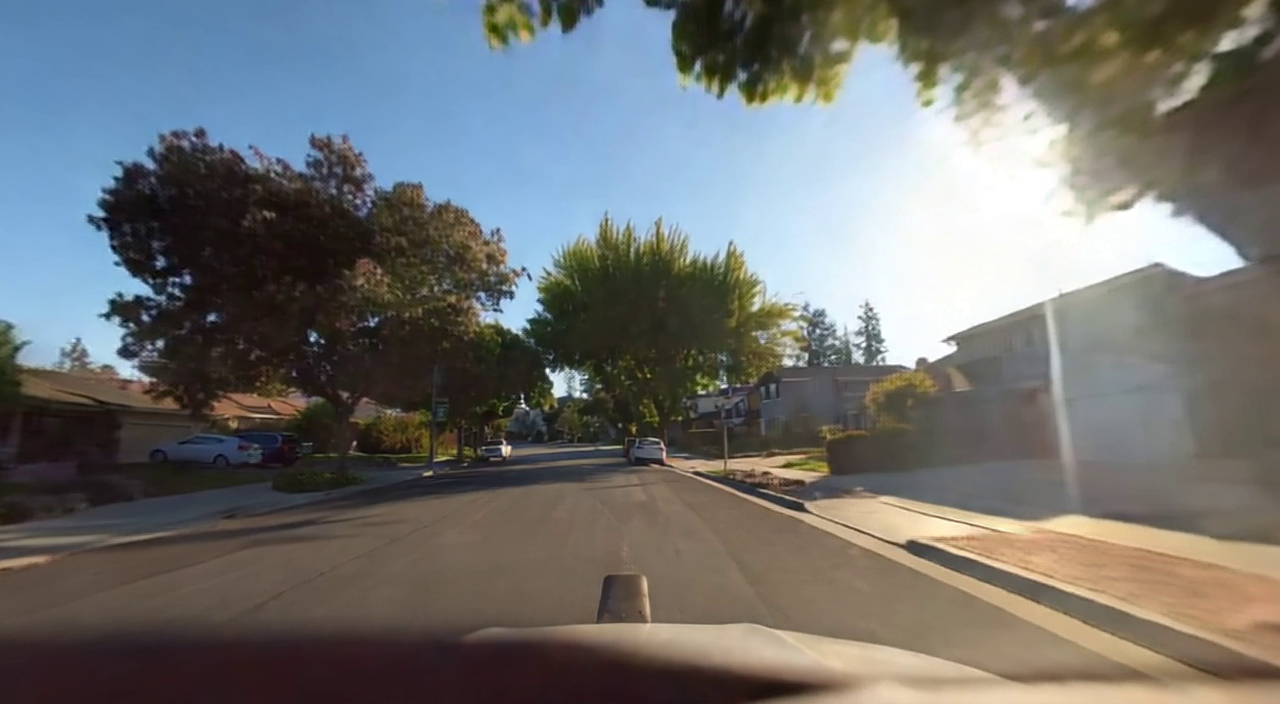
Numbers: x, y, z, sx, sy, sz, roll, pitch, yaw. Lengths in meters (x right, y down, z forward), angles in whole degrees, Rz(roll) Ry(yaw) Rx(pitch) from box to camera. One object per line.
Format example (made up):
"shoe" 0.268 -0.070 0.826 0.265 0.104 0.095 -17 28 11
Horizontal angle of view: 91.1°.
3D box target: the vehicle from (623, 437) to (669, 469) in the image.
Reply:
"vehicle" 0.202 5.092 31.997 2.088 1.429 4.796 0 -7 -2

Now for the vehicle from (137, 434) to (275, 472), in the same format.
"vehicle" -18.041 4.213 26.240 4.344 1.483 1.928 -1 -8 2

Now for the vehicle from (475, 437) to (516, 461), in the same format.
"vehicle" -10.501 7.135 45.945 1.943 1.433 4.717 -6 -9 -3
